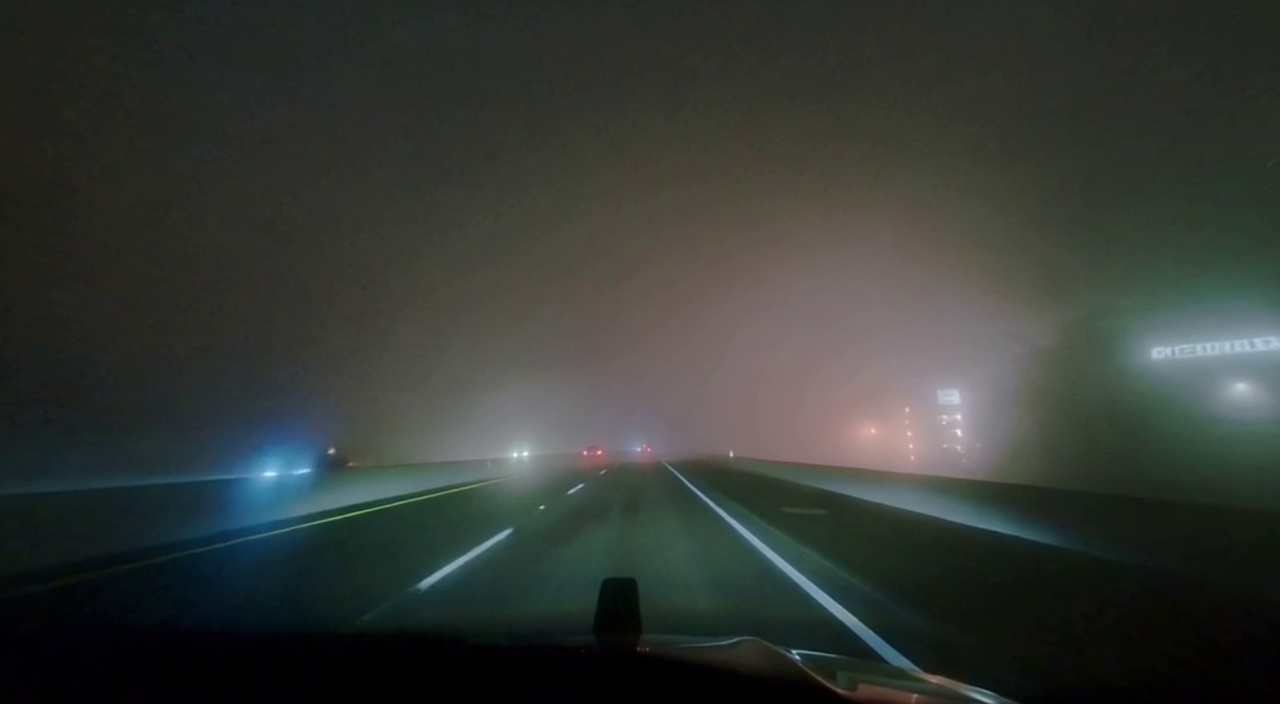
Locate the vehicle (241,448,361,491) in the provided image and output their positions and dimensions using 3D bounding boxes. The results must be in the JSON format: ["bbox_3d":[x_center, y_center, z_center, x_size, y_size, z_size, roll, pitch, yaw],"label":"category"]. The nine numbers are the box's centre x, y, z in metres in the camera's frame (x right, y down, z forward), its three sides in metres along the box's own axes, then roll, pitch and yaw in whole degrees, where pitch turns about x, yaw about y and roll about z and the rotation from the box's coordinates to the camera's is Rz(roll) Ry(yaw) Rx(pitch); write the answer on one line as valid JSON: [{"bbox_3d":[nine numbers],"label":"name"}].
[{"bbox_3d":[-13.346,4.628,25.074,2.211,1.519,4.566,0,-9,0],"label":"vehicle"}]

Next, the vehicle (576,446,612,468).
[{"bbox_3d":[-3.373,7.863,47.074,2.268,1.600,4.724,0,-9,1],"label":"vehicle"}]
